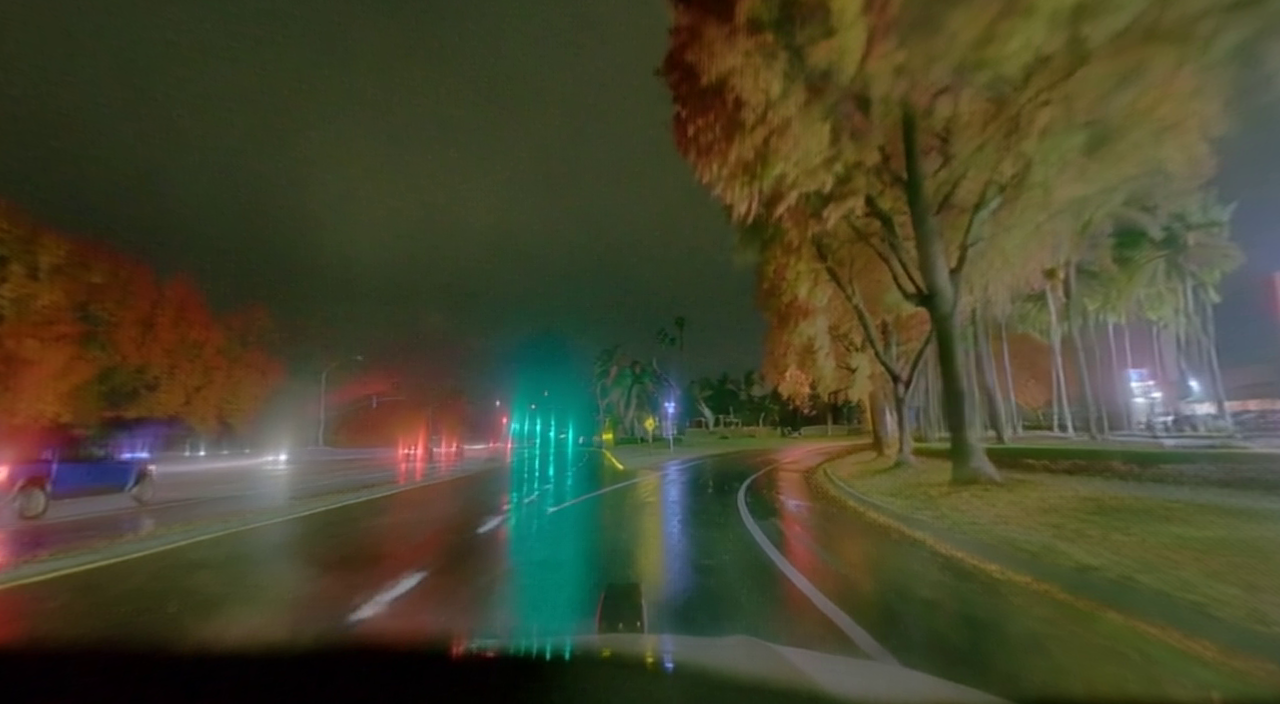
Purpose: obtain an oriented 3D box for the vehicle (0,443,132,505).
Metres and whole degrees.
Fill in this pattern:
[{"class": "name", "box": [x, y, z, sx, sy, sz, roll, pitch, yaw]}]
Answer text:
[{"class": "vehicle", "box": [-24.461, 4.643, 24.453, 2.819, 2.204, 8.236, 1, -9, -2]}]
